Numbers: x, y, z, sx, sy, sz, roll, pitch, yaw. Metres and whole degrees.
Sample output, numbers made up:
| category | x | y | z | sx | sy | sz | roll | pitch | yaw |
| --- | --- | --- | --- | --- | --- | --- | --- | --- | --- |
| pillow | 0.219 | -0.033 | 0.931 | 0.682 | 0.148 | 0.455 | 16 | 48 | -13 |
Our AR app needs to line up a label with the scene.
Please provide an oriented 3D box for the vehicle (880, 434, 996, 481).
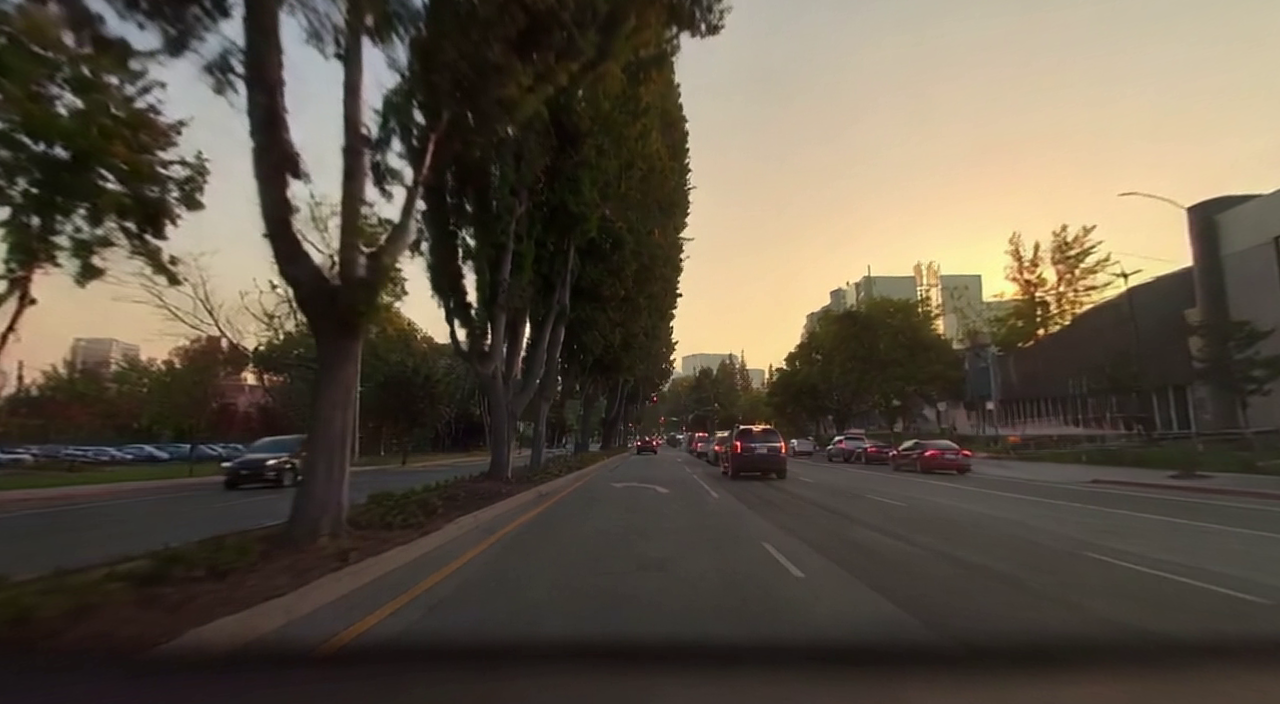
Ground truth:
| category | x | y | z | sx | sy | sz | roll | pitch | yaw |
| --- | --- | --- | --- | --- | --- | --- | --- | --- | --- |
| vehicle | 10.441 | 3.724 | 22.531 | 1.840 | 1.467 | 4.731 | 0 | -9 | 0 |

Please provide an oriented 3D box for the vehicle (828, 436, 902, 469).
| category | x | y | z | sx | sy | sz | roll | pitch | yaw |
| --- | --- | --- | --- | --- | --- | --- | --- | --- | --- |
| vehicle | 10.680 | 4.820 | 30.318 | 1.841 | 1.471 | 4.790 | 0 | -9 | 0 |

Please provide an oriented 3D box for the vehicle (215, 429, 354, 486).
| category | x | y | z | sx | sy | sz | roll | pitch | yaw |
| --- | --- | --- | --- | --- | --- | --- | --- | --- | --- |
| vehicle | -13.991 | 4.182 | 25.339 | 2.285 | 1.931 | 5.530 | -3 | -9 | 1 |

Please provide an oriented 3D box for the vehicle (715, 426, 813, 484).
| category | x | y | z | sx | sy | sz | roll | pitch | yaw |
| --- | --- | --- | --- | --- | --- | --- | --- | --- | --- |
| vehicle | 3.923 | 3.365 | 20.841 | 2.216 | 1.675 | 4.627 | 0 | -9 | -1 |
